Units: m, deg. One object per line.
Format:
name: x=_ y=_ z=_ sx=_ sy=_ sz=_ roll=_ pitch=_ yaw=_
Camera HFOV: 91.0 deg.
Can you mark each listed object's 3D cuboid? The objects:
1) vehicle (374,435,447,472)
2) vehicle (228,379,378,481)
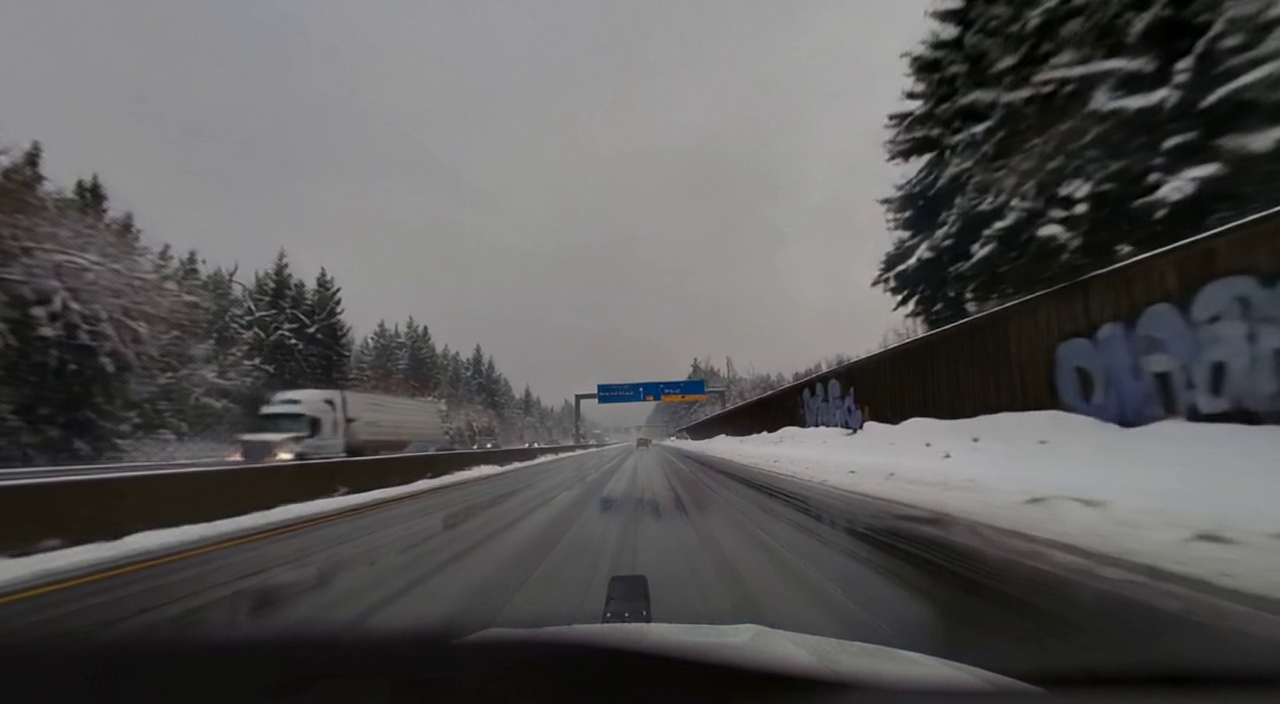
vehicle: x=-10.292 y=4.578 z=28.530 sx=1.824 sy=1.535 sz=3.900 roll=0 pitch=-8 yaw=0
vehicle: x=-14.614 y=3.502 z=28.024 sx=3.053 sy=3.994 sz=6.354 roll=0 pitch=-8 yaw=0
